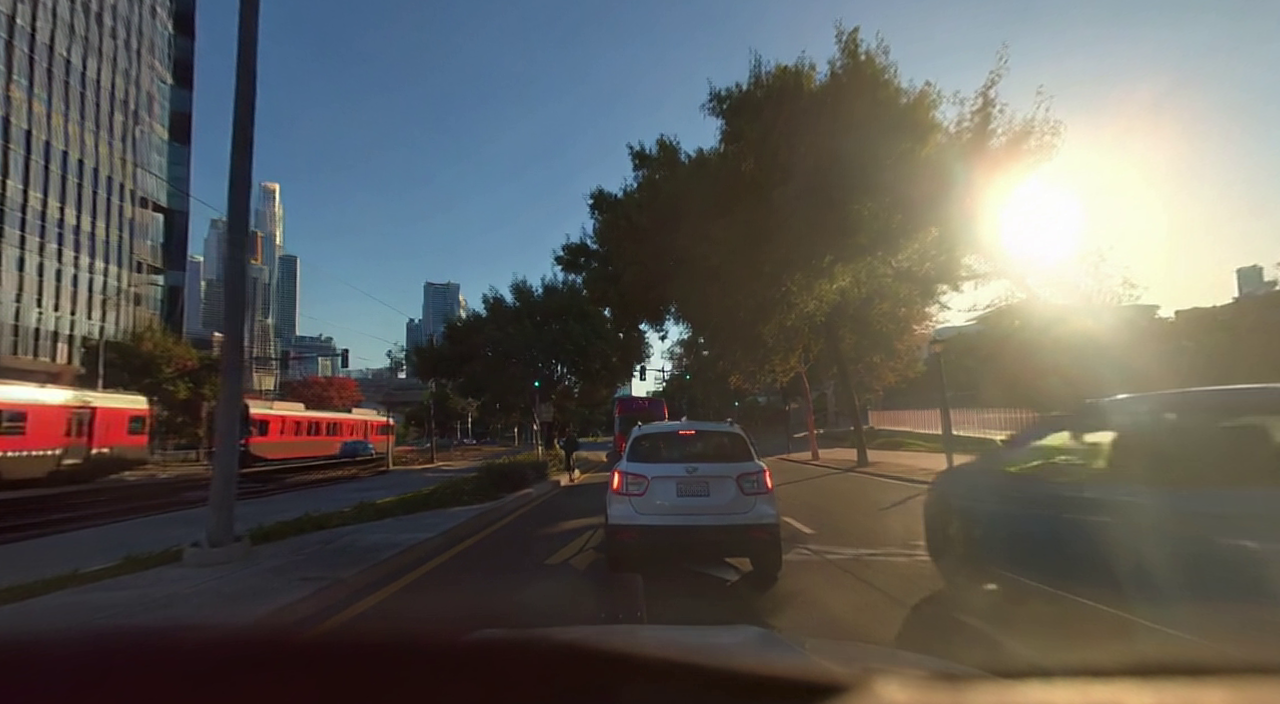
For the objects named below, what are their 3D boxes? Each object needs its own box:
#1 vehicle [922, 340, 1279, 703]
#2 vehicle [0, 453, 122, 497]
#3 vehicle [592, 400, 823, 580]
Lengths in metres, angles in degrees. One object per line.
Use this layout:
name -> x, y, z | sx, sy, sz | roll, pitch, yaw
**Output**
vehicle -> 3.846, 0.962, 3.676 | 2.212, 1.709, 4.715 | 0, -9, 0
vehicle -> -23.057, 4.700, 24.379 | 1.900, 1.465, 4.781 | 0, -9, 0
vehicle -> 0.550, 1.610, 8.064 | 2.190, 1.684, 4.084 | 0, -9, -3
